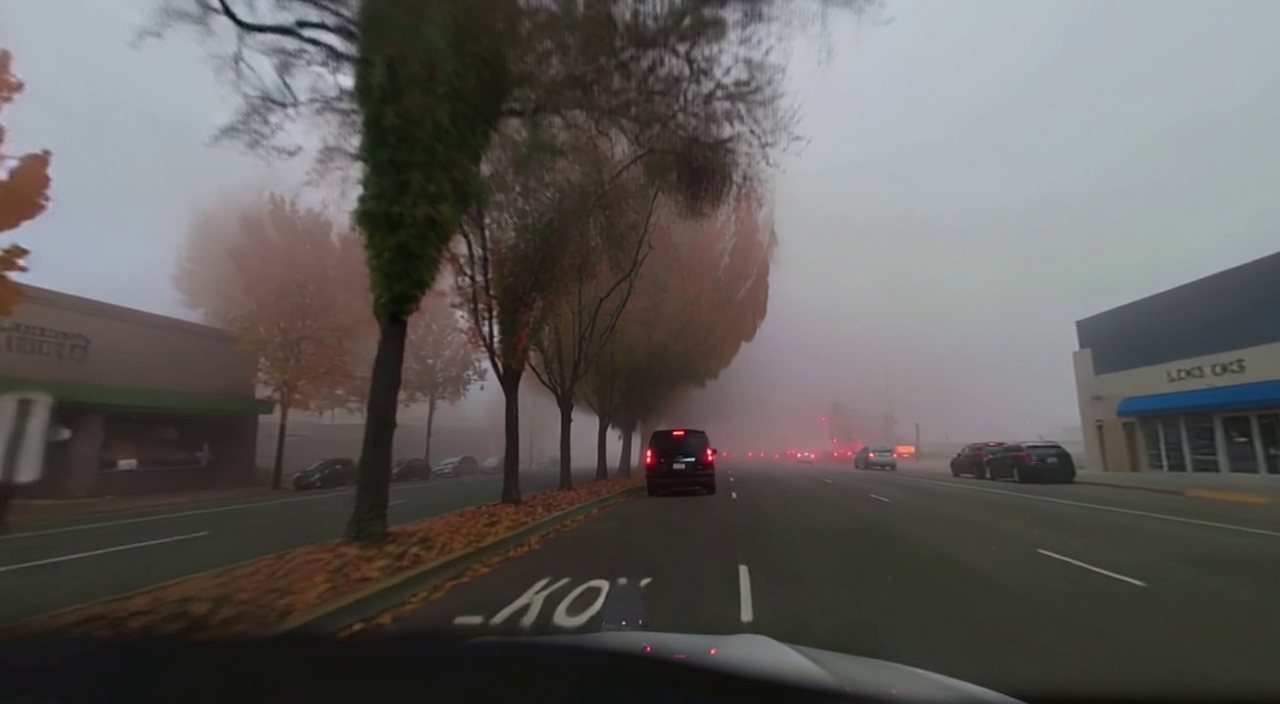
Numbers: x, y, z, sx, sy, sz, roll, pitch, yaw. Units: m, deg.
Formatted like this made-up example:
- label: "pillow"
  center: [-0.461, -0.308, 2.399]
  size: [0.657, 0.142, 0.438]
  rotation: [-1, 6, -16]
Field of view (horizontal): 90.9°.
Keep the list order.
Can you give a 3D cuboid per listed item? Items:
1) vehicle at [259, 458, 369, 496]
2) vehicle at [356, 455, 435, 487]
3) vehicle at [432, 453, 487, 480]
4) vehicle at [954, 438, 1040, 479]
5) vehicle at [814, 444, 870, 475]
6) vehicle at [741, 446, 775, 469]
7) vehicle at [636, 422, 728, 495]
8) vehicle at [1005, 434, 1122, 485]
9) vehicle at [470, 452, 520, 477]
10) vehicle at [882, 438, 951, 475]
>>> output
- label: "vehicle"
  center: [-13.542, 5.186, 26.513]
  size: [1.797, 1.351, 4.300]
  rotation: [-2, -8, 9]
- label: "vehicle"
  center: [-12.521, 6.113, 32.621]
  size: [1.877, 1.445, 4.436]
  rotation: [-1, -8, 7]
- label: "vehicle"
  center: [-11.520, 7.336, 40.533]
  size: [1.947, 1.558, 4.065]
  rotation: [-1, -8, 6]
- label: "vehicle"
  center: [16.651, 4.944, 29.684]
  size: [1.938, 1.755, 4.415]
  rotation: [-1, -8, 8]
- label: "vehicle"
  center: [10.256, 5.442, 32.319]
  size: [1.886, 1.464, 4.290]
  rotation: [-1, -8, 7]
- label: "vehicle"
  center: [8.915, 7.961, 47.859]
  size: [2.249, 1.621, 3.978]
  rotation: [-1, -8, 7]
- label: "vehicle"
  center: [1.404, 3.137, 18.914]
  size: [2.344, 1.863, 4.665]
  rotation: [-1, -8, 8]
- label: "vehicle"
  center: [16.019, 4.078, 24.162]
  size: [2.076, 1.759, 3.970]
  rotation: [-1, -8, 8]
- label: "vehicle"
  center: [-10.541, 8.202, 46.172]
  size: [1.921, 1.621, 4.930]
  rotation: [-1, -8, 7]
- label: "vehicle"
  center: [14.094, 5.331, 32.416]
  size: [2.040, 1.738, 4.414]
  rotation: [-1, -8, 7]
